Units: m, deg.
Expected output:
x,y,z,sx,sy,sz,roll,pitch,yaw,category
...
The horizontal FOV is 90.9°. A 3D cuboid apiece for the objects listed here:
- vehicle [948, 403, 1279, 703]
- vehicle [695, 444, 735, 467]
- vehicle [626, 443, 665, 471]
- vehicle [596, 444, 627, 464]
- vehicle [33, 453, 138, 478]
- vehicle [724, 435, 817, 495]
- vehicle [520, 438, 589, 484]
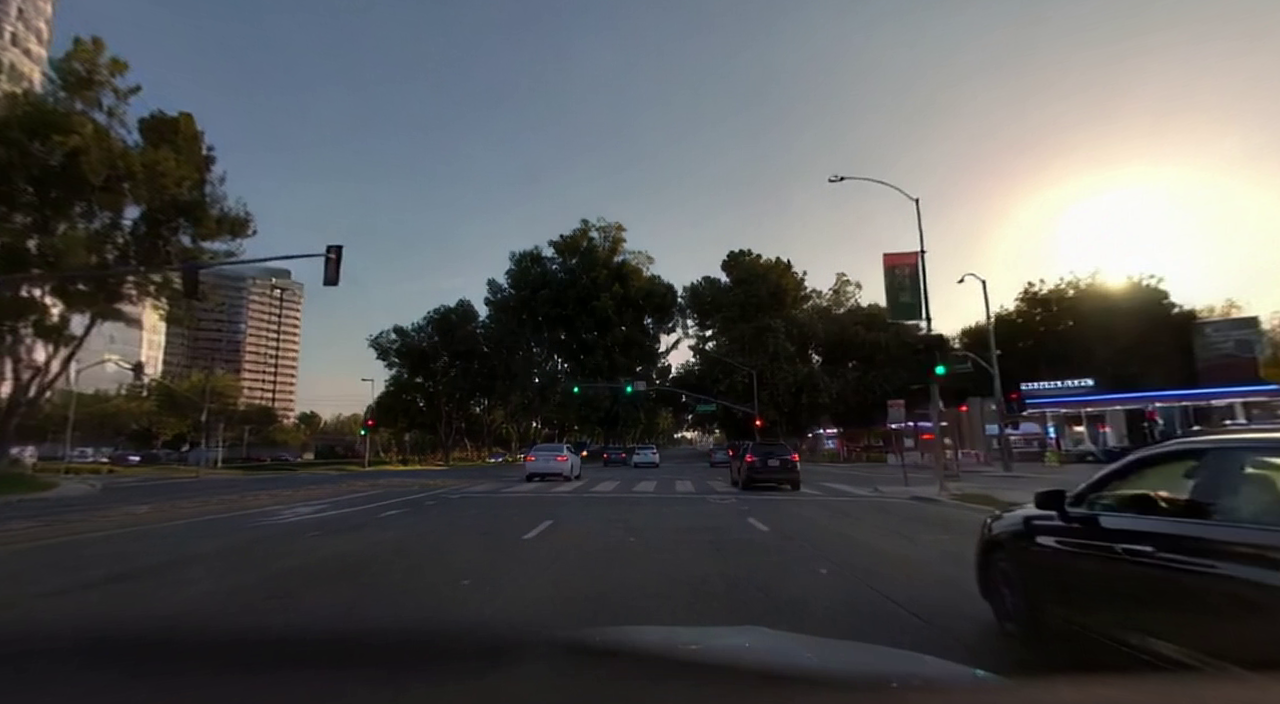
x,y,z,sx,sy,sz,roll,pitch,yaw,category
3.596,0.997,2.790,2.038,1.499,4.868,0,-8,1,vehicle
5.017,6.996,42.808,2.174,1.462,4.400,0,-8,1,vehicle
0.286,5.915,35.875,2.104,1.477,4.591,0,-8,0,vehicle
-2.149,7.975,49.270,2.192,1.463,4.211,0,-8,1,vehicle
-34.136,6.977,38.890,4.652,1.453,1.945,0,-8,1,vehicle
3.979,3.513,19.974,2.022,1.683,4.171,0,-8,-1,vehicle
-3.223,4.195,24.516,2.023,1.607,4.086,0,-8,1,vehicle
